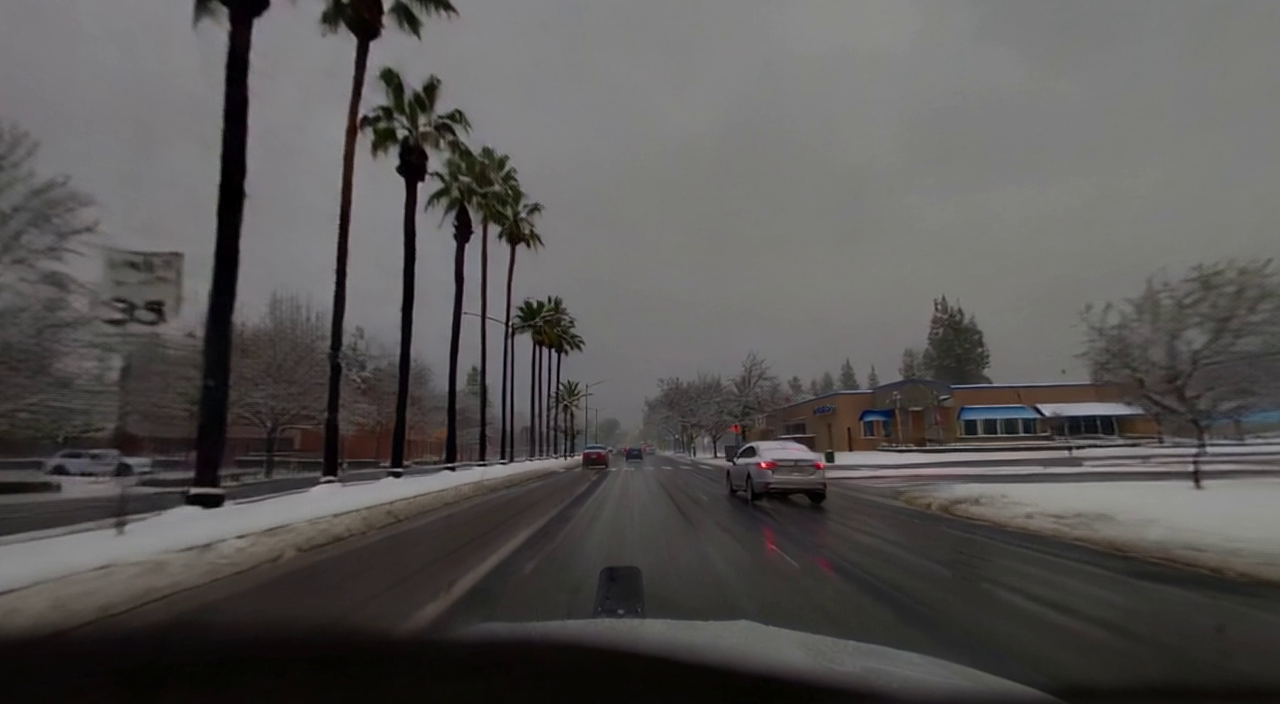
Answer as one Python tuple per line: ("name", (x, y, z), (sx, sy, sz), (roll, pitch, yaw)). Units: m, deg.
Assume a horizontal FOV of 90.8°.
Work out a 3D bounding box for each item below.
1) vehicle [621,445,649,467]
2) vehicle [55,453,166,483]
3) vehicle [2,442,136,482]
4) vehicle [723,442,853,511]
("vehicle", (-0.414, 8.013, 48.882), (2.102, 1.653, 3.698), (0, -9, -1))
("vehicle", (-29.162, 6.402, 35.028), (1.958, 1.476, 4.576), (-2, -10, 5))
("vehicle", (-31.995, 6.173, 35.760), (2.210, 2.068, 5.774), (0, -9, -1))
("vehicle", (3.553, 3.082, 16.186), (2.090, 1.503, 4.566), (0, -9, -2))
